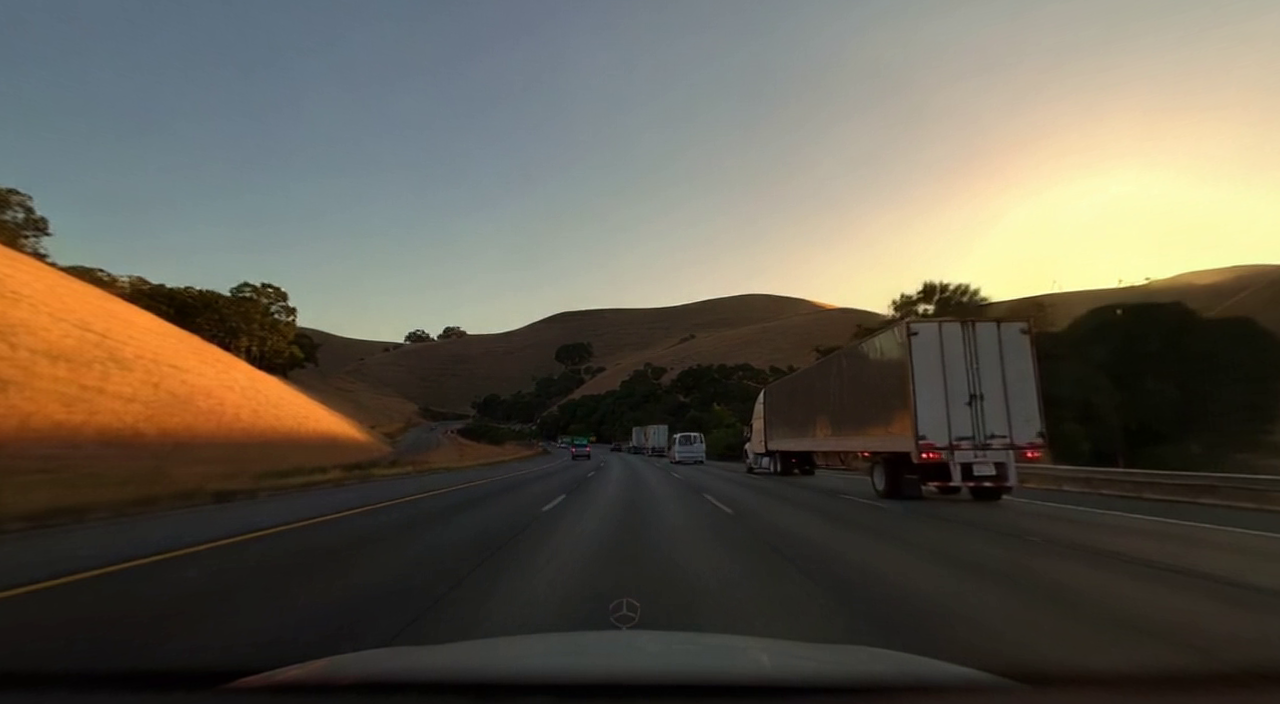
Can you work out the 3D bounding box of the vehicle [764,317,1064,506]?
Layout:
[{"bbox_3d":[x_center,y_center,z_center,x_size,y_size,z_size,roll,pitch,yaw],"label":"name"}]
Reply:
[{"bbox_3d":[7.611,2.515,22.113,2.935,4.187,16.357,0,-9,-1],"label":"vehicle"}]

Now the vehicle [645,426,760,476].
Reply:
[{"bbox_3d":[2.868,4.703,30.088,5.075,2.277,2.365,0,-9,-4],"label":"vehicle"}]
